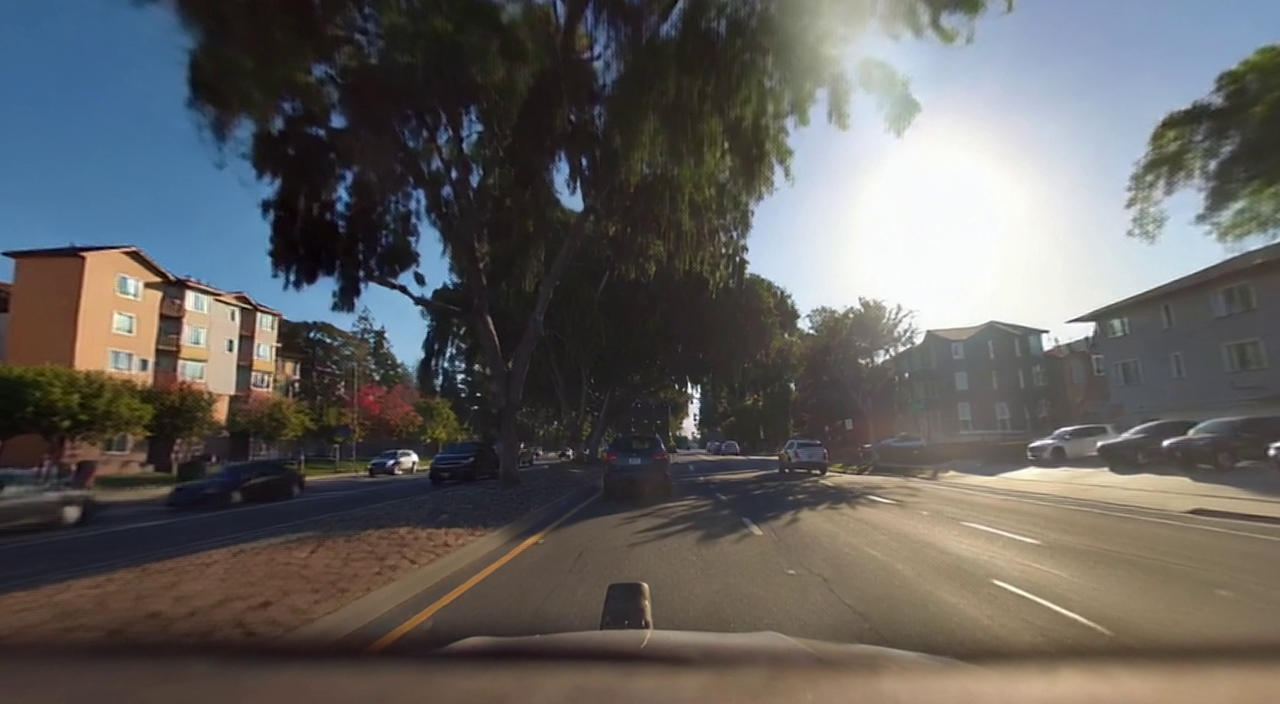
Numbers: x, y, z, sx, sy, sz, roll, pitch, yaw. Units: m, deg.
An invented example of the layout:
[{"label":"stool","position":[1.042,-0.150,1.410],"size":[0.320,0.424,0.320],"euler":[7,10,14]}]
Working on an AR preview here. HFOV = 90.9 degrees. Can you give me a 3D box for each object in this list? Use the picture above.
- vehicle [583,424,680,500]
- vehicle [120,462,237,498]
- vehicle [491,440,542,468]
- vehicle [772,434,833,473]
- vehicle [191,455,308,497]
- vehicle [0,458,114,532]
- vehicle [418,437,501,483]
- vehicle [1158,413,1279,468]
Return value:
[{"label":"vehicle","position":[-0.081,2.980,17.438],"size":[2.332,1.798,4.546],"euler":[-1,-8,3]},{"label":"vehicle","position":[-22.670,6.255,31.235],"size":[1.874,1.485,4.587],"euler":[-2,-8,9]},{"label":"vehicle","position":[-9.154,7.630,47.371],"size":[2.238,1.906,6.264],"euler":[-1,-8,3]},{"label":"vehicle","position":[7.839,4.942,30.835],"size":[1.971,1.722,4.341],"euler":[0,-8,2]},{"label":"vehicle","position":[-16.740,5.317,27.347],"size":[2.010,1.510,4.532],"euler":[-2,-8,3]},{"label":"vehicle","position":[-13.828,3.051,13.200],"size":[1.806,1.417,4.405],"euler":[-4,-8,2]},{"label":"vehicle","position":[-7.627,4.598,27.163],"size":[2.119,1.778,4.760],"euler":[0,-8,0]},{"label":"vehicle","position":[18.998,2.754,19.621],"size":[3.799,1.594,2.145],"euler":[0,-8,1]}]
